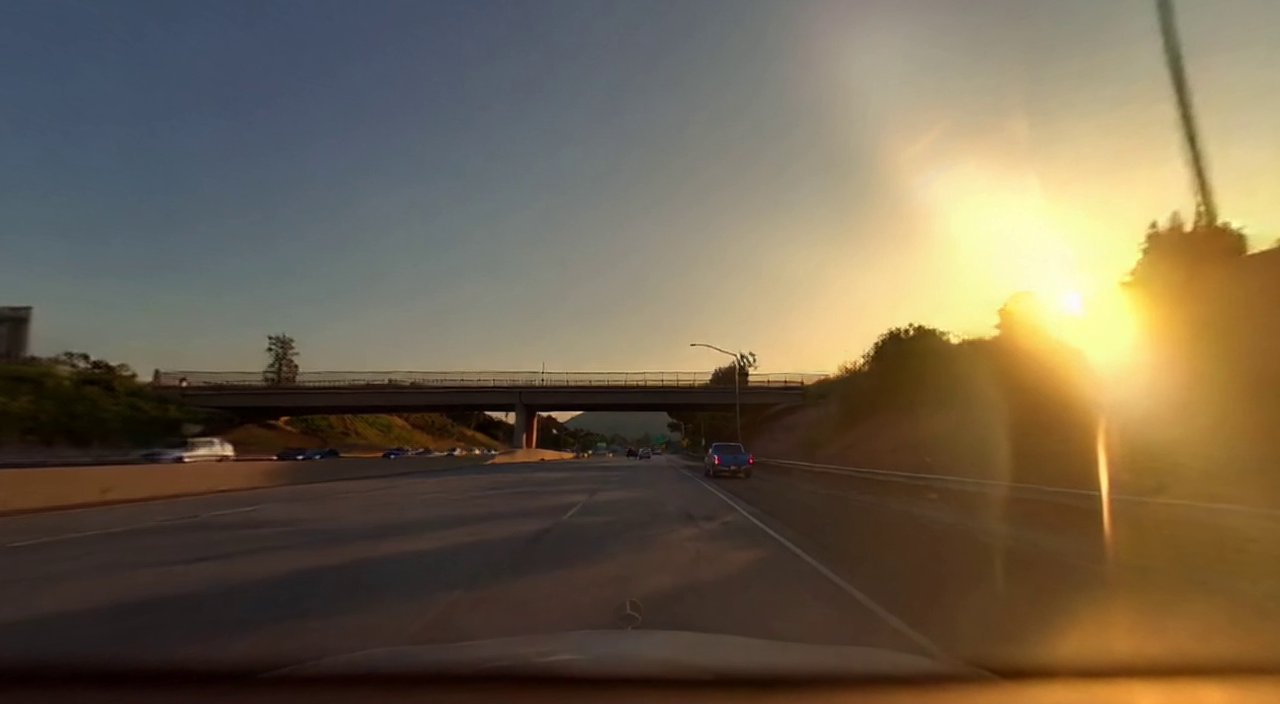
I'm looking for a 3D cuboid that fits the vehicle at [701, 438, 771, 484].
[{"bbox_3d":[3.676,4.274,25.139,2.010,1.637,4.940,0,-8,0],"label":"vehicle"}]

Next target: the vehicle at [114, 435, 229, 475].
[{"bbox_3d":[-20.653,4.539,28.035,1.855,1.628,4.049,-1,-8,3],"label":"vehicle"}]
